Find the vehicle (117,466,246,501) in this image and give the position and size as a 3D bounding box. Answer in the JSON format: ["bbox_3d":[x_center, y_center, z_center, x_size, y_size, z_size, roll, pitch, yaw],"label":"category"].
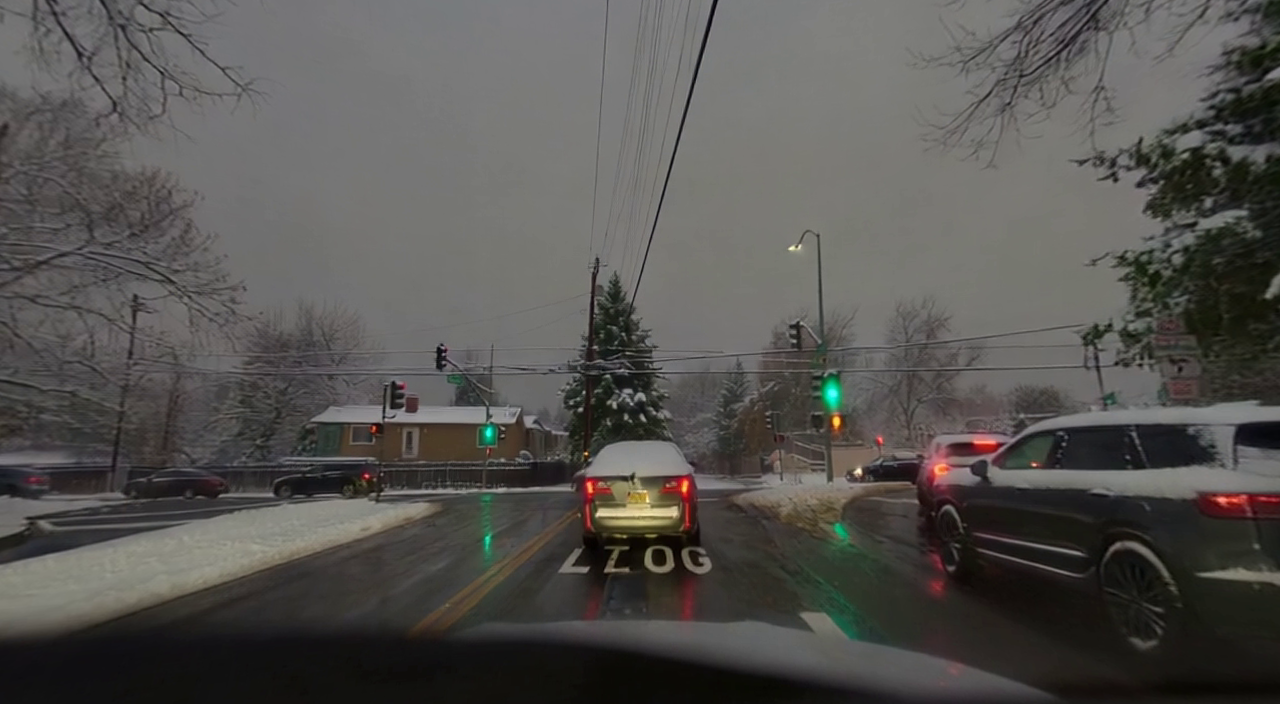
[{"bbox_3d":[-21.074,6.034,29.059,4.736,1.475,1.921,-2,-9,9],"label":"vehicle"}]

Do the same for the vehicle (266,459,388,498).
[{"bbox_3d":[-13.879,5.592,28.065,4.485,1.625,1.980,-2,-9,10],"label":"vehicle"}]

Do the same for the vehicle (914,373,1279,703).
[{"bbox_3d":[4.585,1.383,5.941,2.095,1.836,4.895,-1,-9,4],"label":"vehicle"}]

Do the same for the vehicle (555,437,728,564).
[{"bbox_3d":[0.060,2.131,9.890,2.078,1.506,4.512,0,-9,1],"label":"vehicle"}]
